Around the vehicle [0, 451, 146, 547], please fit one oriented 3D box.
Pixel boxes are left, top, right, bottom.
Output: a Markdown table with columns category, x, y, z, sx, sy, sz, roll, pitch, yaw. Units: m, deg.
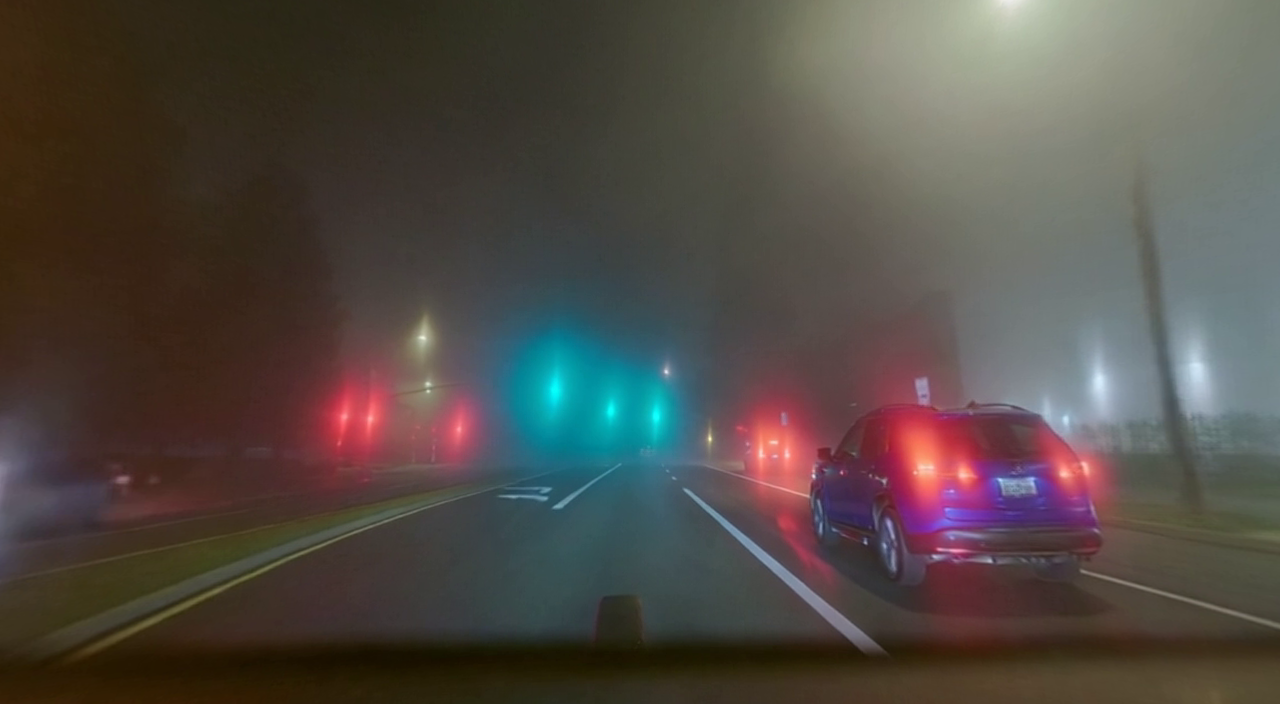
| category | x | y | z | sx | sy | sz | roll | pitch | yaw |
| --- | --- | --- | --- | --- | --- | --- | --- | --- | --- |
| vehicle | -11.362 | 2.473 | 10.728 | 1.955 | 1.507 | 4.750 | 0 | -8 | 1 |

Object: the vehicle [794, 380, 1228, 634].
| category | x | y | z | sx | sy | sz | roll | pitch | yaw |
| --- | --- | --- | --- | --- | --- | --- | --- | --- | --- |
| vehicle | 3.292 | 1.470 | 6.920 | 2.033 | 1.865 | 4.360 | 0 | -9 | -1 |

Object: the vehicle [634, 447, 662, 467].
| category | x | y | z | sx | sy | sz | roll | pitch | yaw |
| --- | --- | --- | --- | --- | --- | --- | --- | --- | --- |
| vehicle | 0.646 | 8.062 | 48.665 | 2.131 | 1.474 | 4.146 | 0 | -8 | 2 |

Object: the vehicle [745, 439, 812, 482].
| category | x | y | z | sx | sy | sz | roll | pitch | yaw |
| --- | --- | --- | --- | --- | --- | --- | --- | --- | --- |
| vehicle | 6.391 | 5.057 | 29.698 | 2.085 | 1.828 | 5.383 | 0 | -9 | 2 |
